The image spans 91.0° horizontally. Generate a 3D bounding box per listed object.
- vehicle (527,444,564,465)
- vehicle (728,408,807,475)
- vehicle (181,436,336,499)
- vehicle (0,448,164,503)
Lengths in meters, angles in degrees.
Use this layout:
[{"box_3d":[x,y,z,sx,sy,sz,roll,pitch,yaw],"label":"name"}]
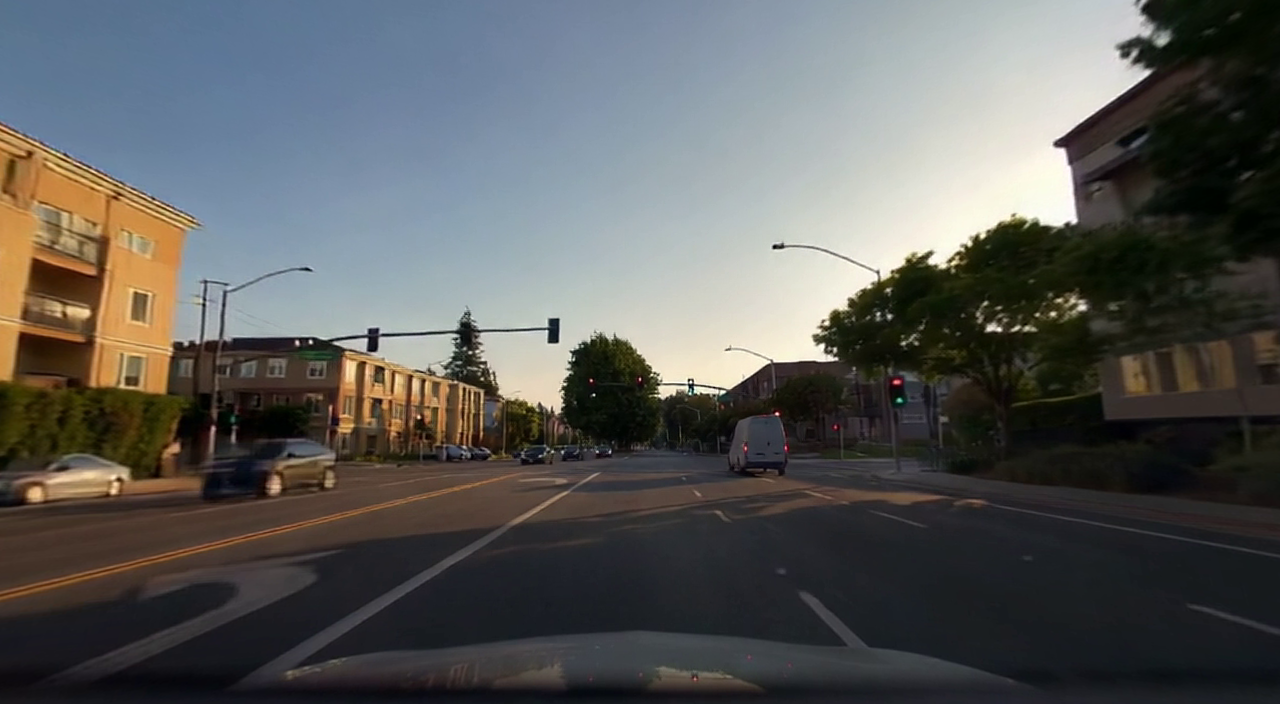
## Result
[{"box_3d":[-7.110,7.750,47.996,1.986,1.481,4.602,0,-8,1],"label":"vehicle"},{"box_3d":[6.767,4.915,34.610,2.802,3.208,7.459,1,-8,0],"label":"vehicle"},{"box_3d":[-11.649,3.516,19.667,2.098,1.704,4.313,1,-8,0],"label":"vehicle"},{"box_3d":[-18.282,3.891,20.406,1.901,1.513,4.795,1,-8,1],"label":"vehicle"}]
